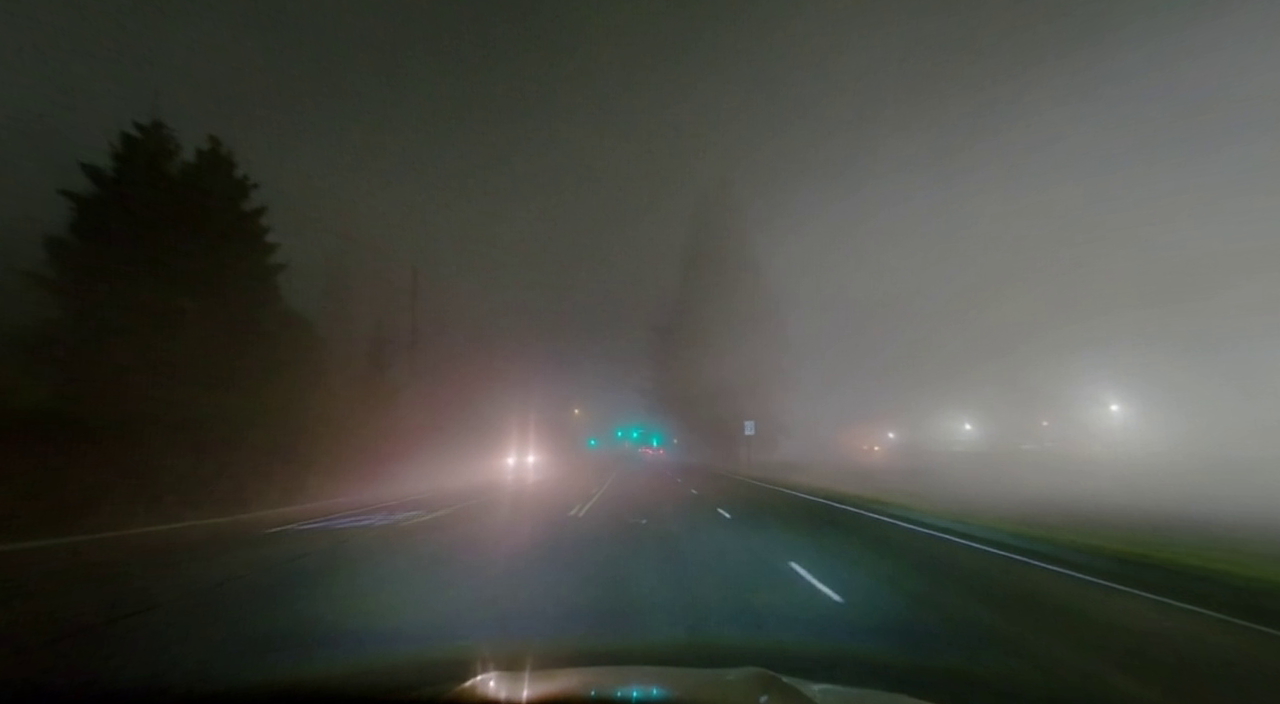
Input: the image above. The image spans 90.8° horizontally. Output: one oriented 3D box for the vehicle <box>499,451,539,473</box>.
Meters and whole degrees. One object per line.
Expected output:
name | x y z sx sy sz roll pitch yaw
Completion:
vehicle | -8.950 8.181 47.108 2.011 1.482 4.671 0 -8 1
